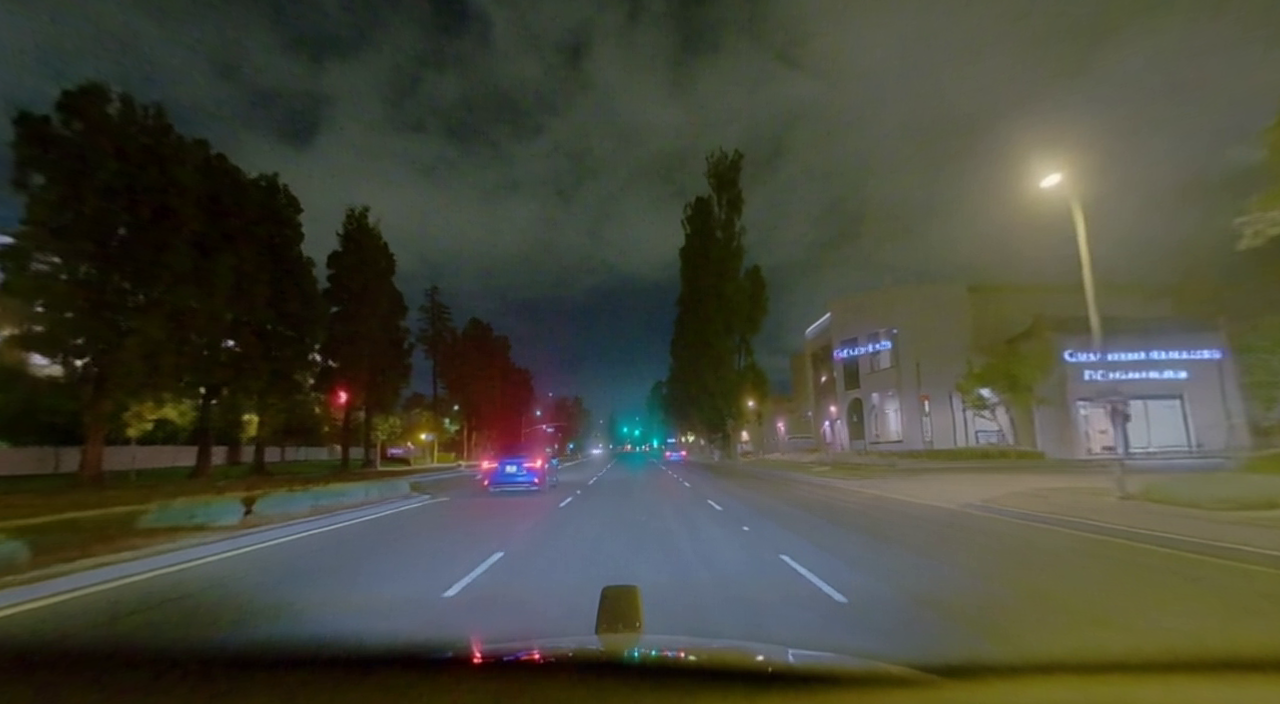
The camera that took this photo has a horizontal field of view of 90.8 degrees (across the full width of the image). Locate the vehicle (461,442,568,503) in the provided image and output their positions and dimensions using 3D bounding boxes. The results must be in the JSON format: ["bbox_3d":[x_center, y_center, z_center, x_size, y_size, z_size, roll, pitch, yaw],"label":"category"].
[{"bbox_3d":[-3.277,3.228,17.407,2.005,1.477,4.169,0,-8,1],"label":"vehicle"}]
